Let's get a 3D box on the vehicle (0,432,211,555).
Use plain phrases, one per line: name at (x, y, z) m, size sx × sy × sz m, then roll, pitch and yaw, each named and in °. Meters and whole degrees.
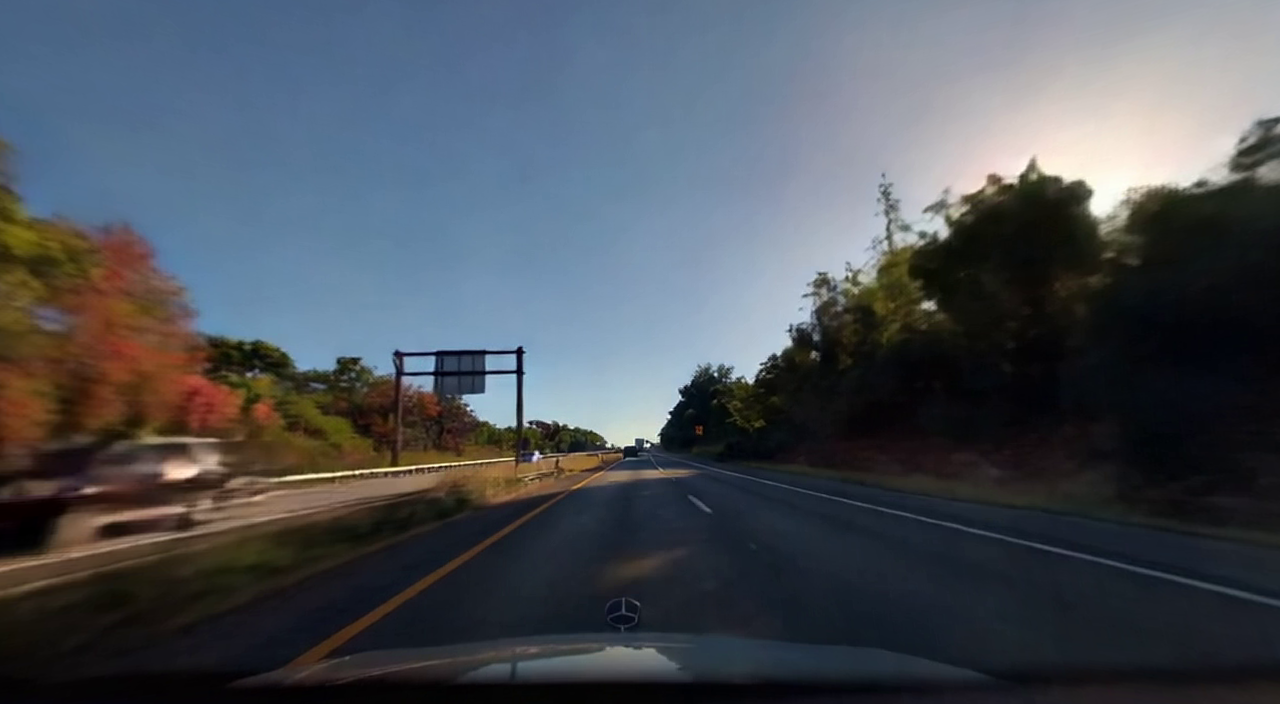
vehicle at (-9.509, 2.137, 9.944) m, size 2.016 × 1.620 × 4.735 m, roll 0°, pitch -9°, yaw 0°
